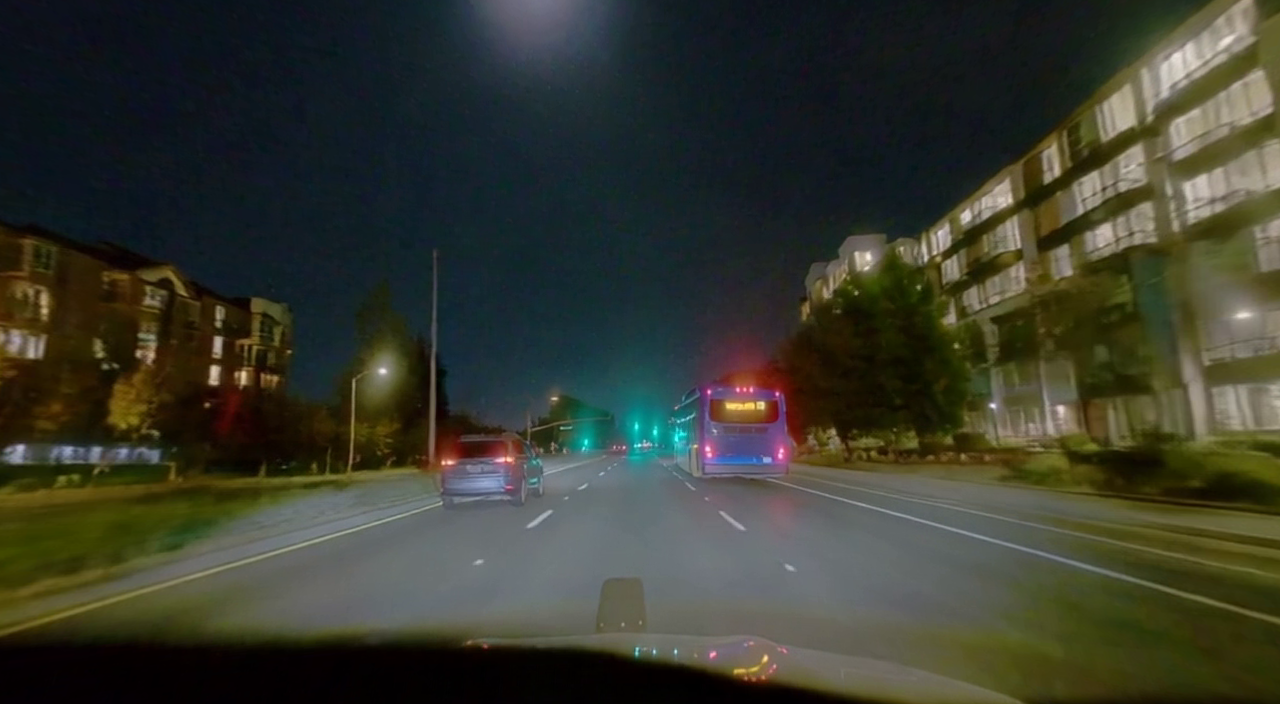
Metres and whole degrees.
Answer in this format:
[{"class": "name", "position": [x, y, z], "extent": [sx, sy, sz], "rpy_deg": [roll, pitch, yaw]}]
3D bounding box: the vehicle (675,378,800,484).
[{"class": "vehicle", "position": [3.384, 3.385, 25.977], "extent": [3.072, 3.278, 12.747], "rpy_deg": [0, -8, 0]}]

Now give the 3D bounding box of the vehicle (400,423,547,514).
[{"class": "vehicle", "position": [-3.586, 2.594, 14.480], "extent": [2.111, 1.767, 4.333], "rpy_deg": [0, -8, 1]}]
